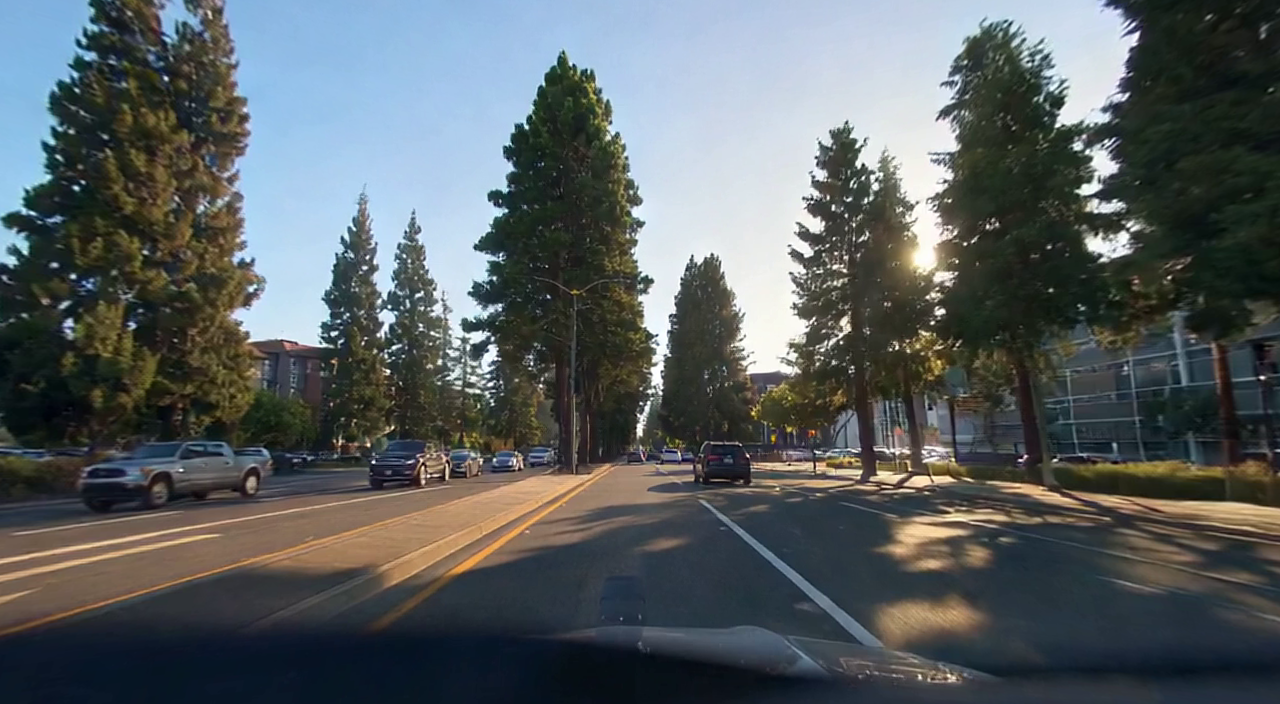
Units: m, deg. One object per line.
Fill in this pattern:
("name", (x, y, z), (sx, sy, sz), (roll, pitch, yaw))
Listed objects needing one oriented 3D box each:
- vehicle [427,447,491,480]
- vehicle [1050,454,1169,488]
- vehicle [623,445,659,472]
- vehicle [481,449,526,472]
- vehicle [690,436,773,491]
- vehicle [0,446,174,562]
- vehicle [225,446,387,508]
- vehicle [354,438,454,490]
("vehicle", (-8.853, 5.472, 31.239), (1.864, 1.500, 4.294), (0, -9, 0))
("vehicle", (20.718, 5.244, 27.968), (3.914, 1.421, 1.695), (0, -9, -2))
("vehicle", (0.036, 6.610, 39.432), (2.145, 1.572, 4.021), (0, -9, 0))
("vehicle", (-9.006, 7.179, 42.037), (1.938, 1.464, 4.340), (0, -9, 1))
("vehicle", (3.231, 4.076, 23.442), (2.235, 1.806, 4.818), (0, -9, -1))
("vehicle", (-8.925, 2.024, 8.623), (1.846, 1.433, 4.298), (-1, -9, 0))
("vehicle", (-9.037, 3.388, 17.660), (1.955, 1.484, 4.608), (0, -9, 0))
("vehicle", (-9.033, 4.303, 24.679), (2.024, 1.822, 4.824), (0, -9, 0))
